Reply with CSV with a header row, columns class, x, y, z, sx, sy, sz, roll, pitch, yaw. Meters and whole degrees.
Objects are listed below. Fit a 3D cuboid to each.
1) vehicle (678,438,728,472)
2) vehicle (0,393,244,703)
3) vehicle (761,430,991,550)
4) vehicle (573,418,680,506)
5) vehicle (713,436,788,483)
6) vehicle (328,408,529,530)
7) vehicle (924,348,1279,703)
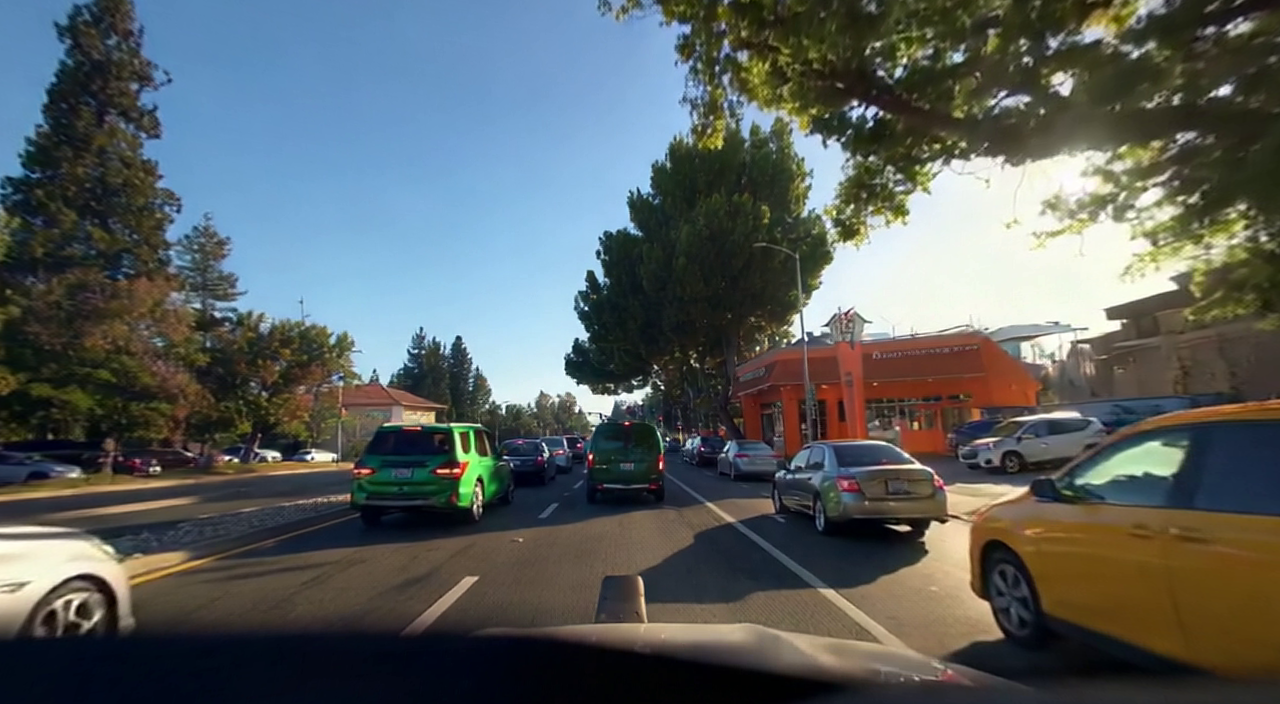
class,x,y,z,sx,sy,sz,roll,pitch,yaw
vehicle,2.988,4.972,30.692,1.903,1.529,3.649,0,-9,-2
vehicle,-3.718,0.839,1.986,2.051,1.522,4.509,0,-9,-1
vehicle,3.376,2.053,10.106,1.900,1.477,4.352,0,-9,-1
vehicle,-0.343,2.625,15.442,2.238,1.825,4.190,0,-9,-1
vehicle,3.875,3.868,22.917,1.875,1.521,4.192,0,-9,-1
vehicle,-3.651,2.134,12.020,2.231,1.853,4.461,0,-9,1
vehicle,3.408,0.927,3.014,2.047,1.671,4.267,0,-9,-1
